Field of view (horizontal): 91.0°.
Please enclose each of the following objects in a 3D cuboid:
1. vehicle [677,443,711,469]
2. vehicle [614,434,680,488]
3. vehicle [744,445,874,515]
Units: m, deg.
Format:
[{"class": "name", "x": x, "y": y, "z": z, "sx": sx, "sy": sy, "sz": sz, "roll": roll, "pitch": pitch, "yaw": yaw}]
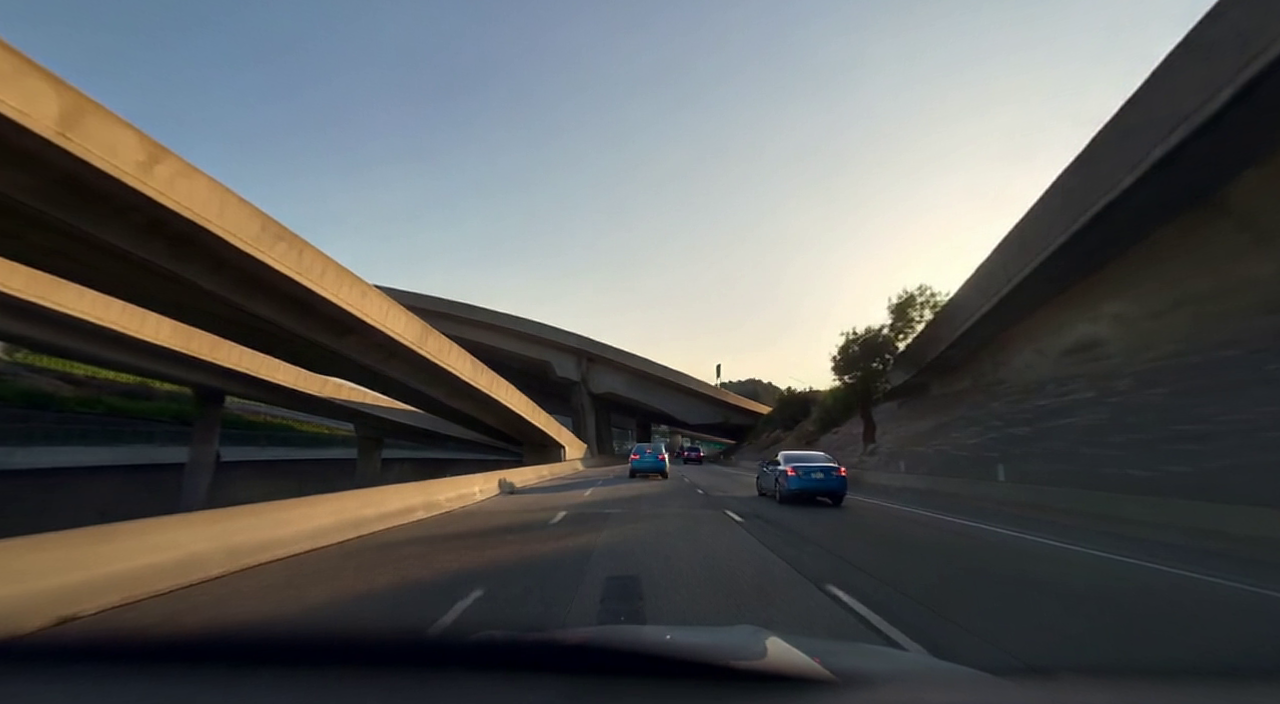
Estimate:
[{"class": "vehicle", "x": 3.680, "y": 7.162, "z": 43.573, "sx": 2.047, "sy": 1.700, "sz": 4.069, "roll": 0, "pitch": -9, "yaw": 0}, {"class": "vehicle", "x": 0.226, "y": 4.067, "z": 23.809, "sx": 2.264, "sy": 1.841, "sz": 4.583, "roll": 0, "pitch": -9, "yaw": 0}, {"class": "vehicle", "x": 4.021, "y": 3.096, "z": 15.747, "sx": 2.047, "sy": 1.500, "sz": 4.017, "roll": 0, "pitch": -9, "yaw": -1}]
